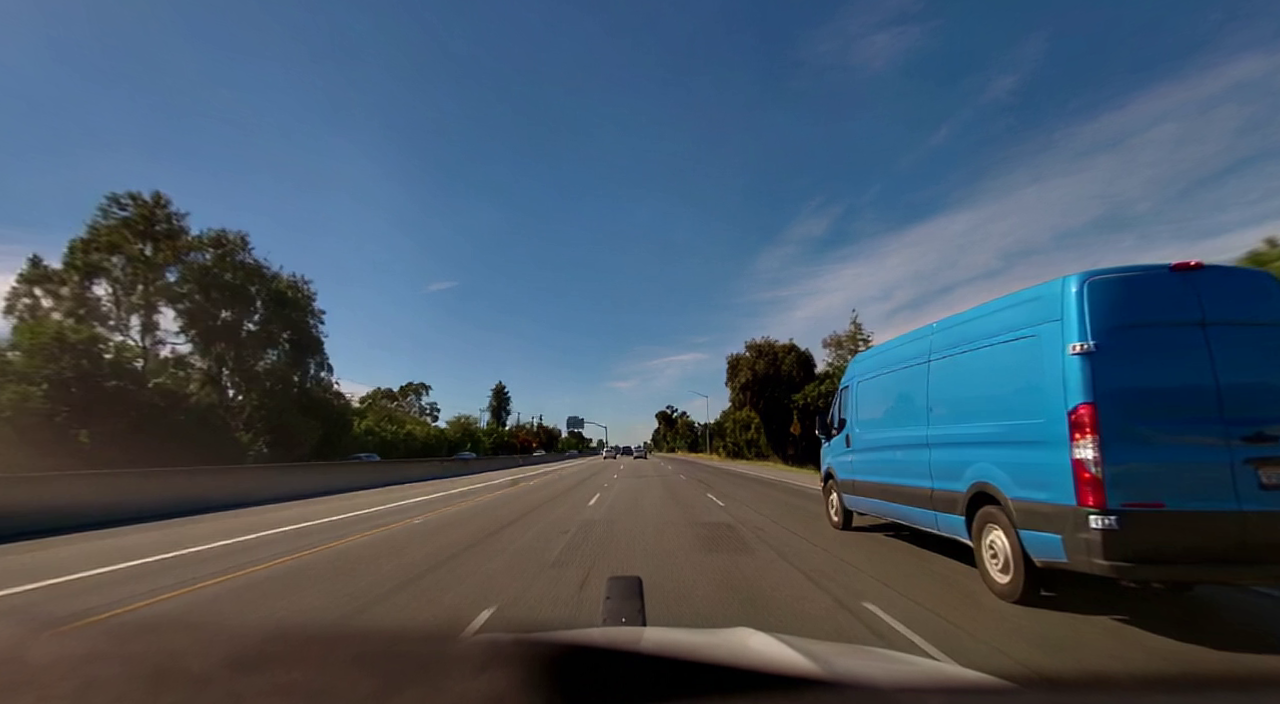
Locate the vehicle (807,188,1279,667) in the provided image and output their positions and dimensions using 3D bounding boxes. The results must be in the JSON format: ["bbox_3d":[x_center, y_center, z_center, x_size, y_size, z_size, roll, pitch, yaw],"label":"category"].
[{"bbox_3d":[4.103,0.898,7.095,2.527,2.809,6.831,0,-9,0],"label":"vehicle"}]
